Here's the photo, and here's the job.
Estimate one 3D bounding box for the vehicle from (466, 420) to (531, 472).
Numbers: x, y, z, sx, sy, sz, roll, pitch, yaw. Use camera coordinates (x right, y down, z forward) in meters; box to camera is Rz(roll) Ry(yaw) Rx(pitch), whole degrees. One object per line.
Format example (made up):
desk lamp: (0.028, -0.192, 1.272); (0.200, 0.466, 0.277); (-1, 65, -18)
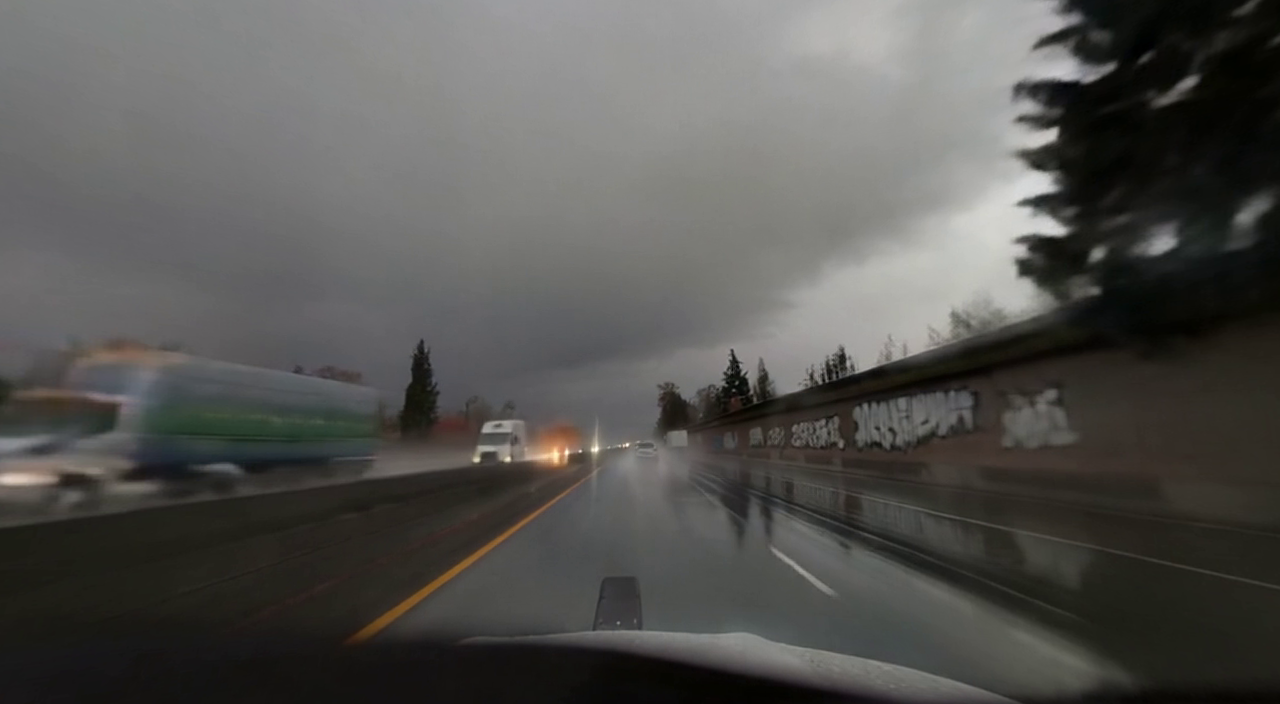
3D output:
vehicle: (-9.001, 6.095, 40.605); (2.686, 3.050, 6.421); (-1, -9, 1)

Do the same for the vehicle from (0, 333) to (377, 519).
vehicle: (-13.499, 2.686, 20.920); (3.286, 4.083, 14.078); (-1, -9, 0)

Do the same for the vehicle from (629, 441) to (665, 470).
vehicle: (0.388, 6.301, 38.318); (2.095, 1.671, 4.219); (0, -9, -1)
